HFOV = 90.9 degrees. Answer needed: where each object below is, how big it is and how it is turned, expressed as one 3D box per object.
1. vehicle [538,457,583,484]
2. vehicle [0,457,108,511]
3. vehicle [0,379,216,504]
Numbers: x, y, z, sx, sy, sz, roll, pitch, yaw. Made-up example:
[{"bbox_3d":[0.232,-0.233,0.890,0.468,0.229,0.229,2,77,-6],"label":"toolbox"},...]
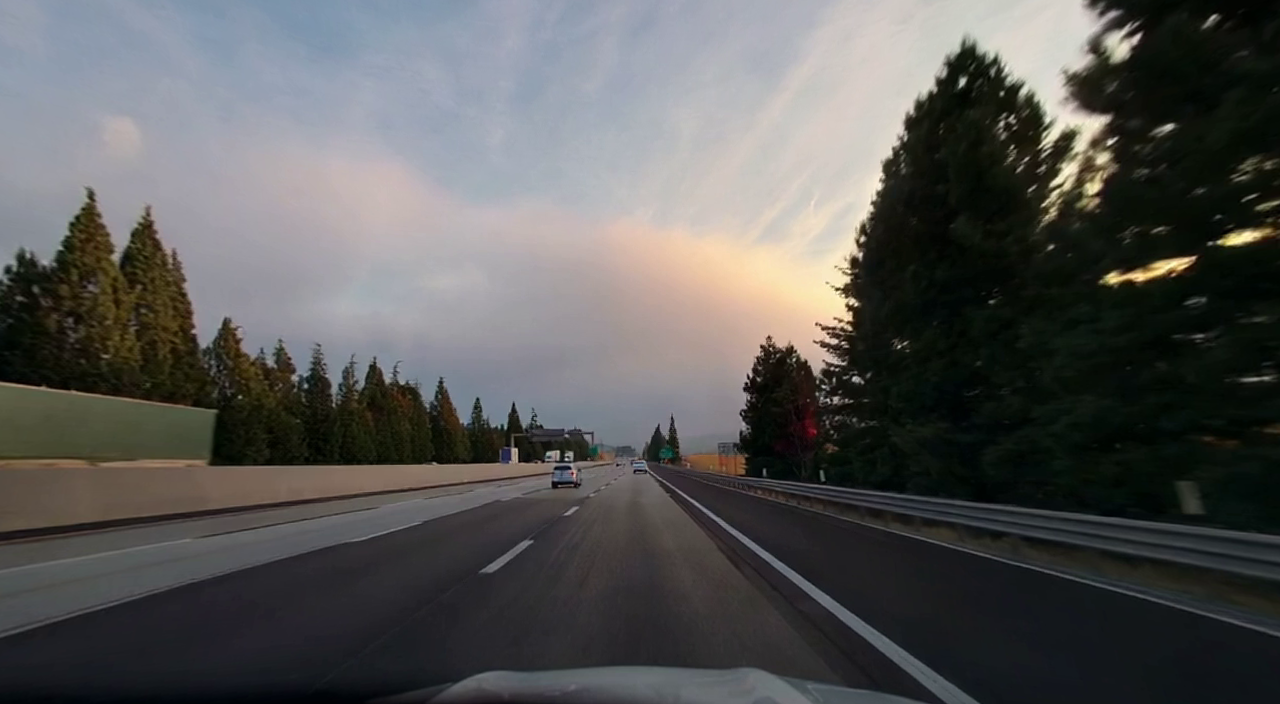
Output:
[{"bbox_3d":[-5.150,7.768,41.323,2.175,1.658,4.582,0,-10,2],"label":"vehicle"},{"bbox_3d":[-18.849,3.979,19.251,1.857,1.503,3.716,1,-10,0],"label":"vehicle"},{"bbox_3d":[-22.964,3.637,24.705,2.862,4.117,14.145,1,-10,0],"label":"vehicle"}]
